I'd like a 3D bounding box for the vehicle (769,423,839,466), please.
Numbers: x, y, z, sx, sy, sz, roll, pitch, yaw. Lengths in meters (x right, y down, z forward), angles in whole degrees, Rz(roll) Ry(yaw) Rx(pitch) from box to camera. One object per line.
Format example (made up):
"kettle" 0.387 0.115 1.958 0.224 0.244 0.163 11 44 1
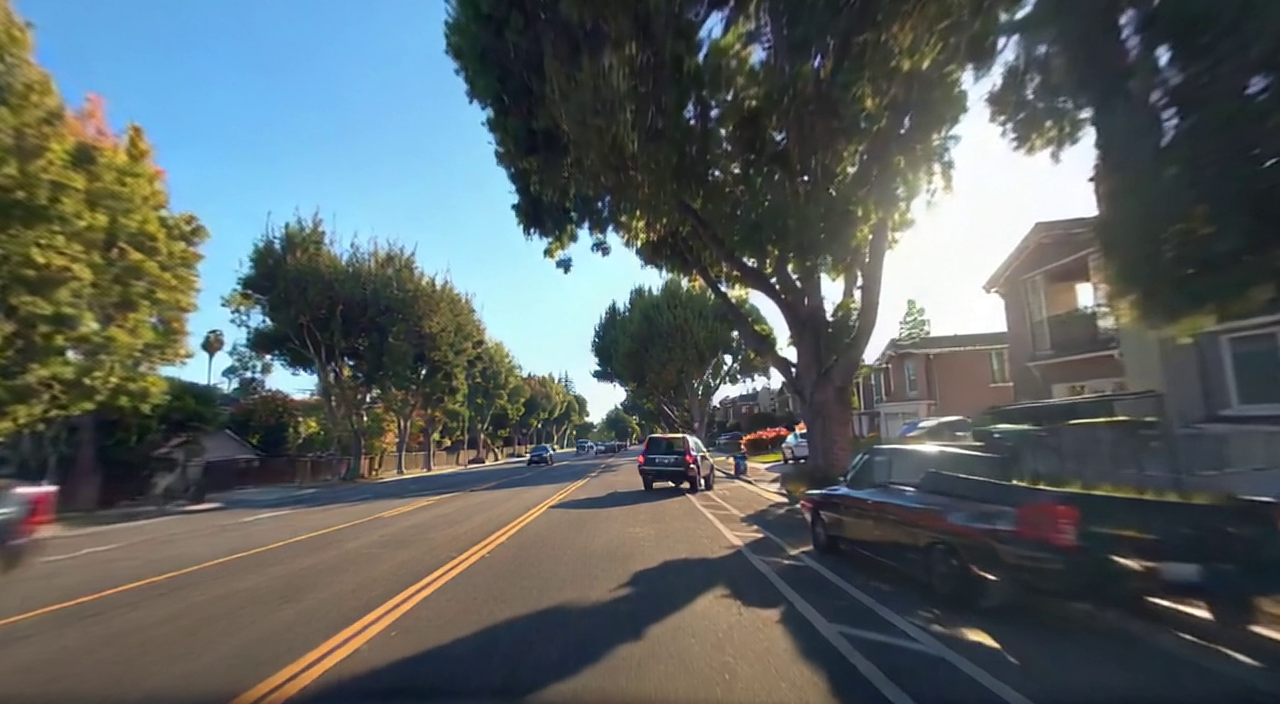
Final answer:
"vehicle" 8.226 4.742 32.055 2.007 1.803 4.835 -6 -9 -2

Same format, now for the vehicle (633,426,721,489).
"vehicle" 1.399 3.551 21.466 2.268 1.862 4.724 -2 -9 12

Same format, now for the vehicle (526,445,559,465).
"vehicle" -7.609 8.088 49.640 1.894 1.476 4.429 0 -8 0
